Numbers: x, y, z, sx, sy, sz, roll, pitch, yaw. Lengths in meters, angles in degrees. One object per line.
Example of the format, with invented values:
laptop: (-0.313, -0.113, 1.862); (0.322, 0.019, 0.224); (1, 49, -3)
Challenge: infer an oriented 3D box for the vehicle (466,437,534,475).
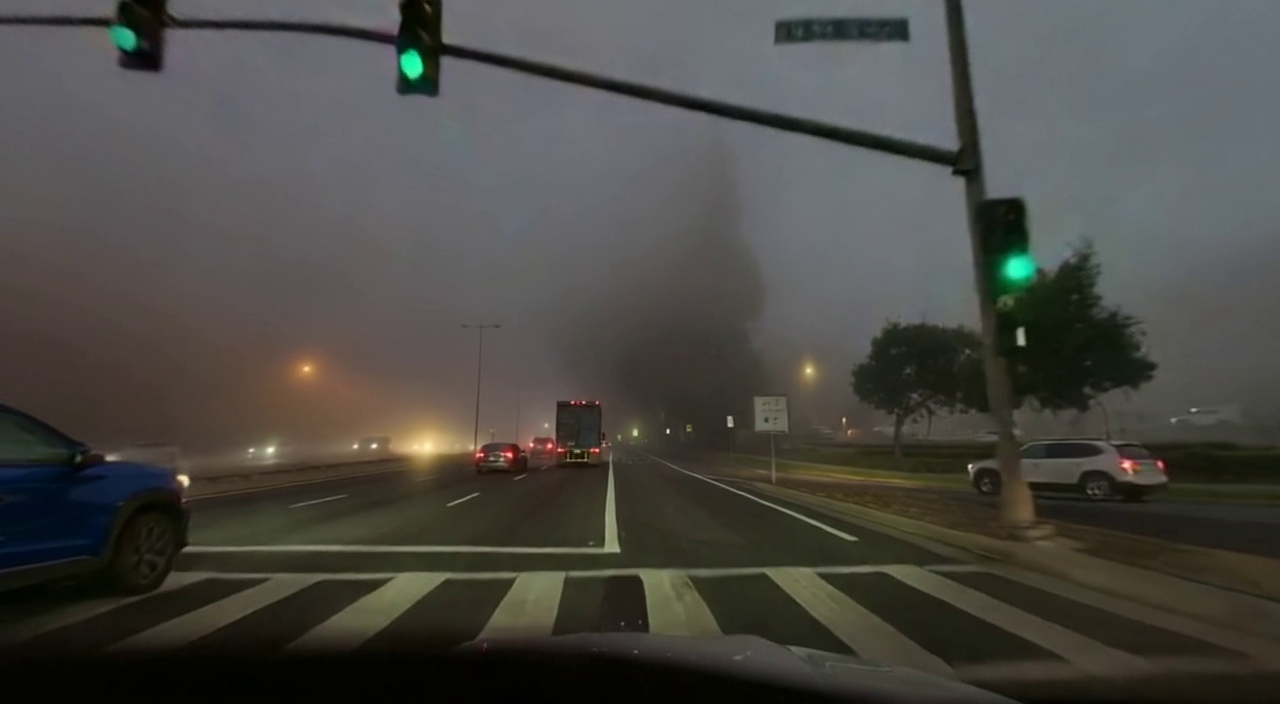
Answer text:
vehicle: (-5.825, 4.385, 26.610); (2.023, 1.483, 4.143); (0, -9, -1)

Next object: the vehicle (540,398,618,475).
vehicle: (-2.565, 3.882, 28.555); (2.993, 3.051, 6.692); (0, -9, -1)

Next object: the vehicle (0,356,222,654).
vehicle: (-5.043, 0.884, 3.453); (2.178, 1.826, 4.933); (0, -9, -2)

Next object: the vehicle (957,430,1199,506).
vehicle: (11.316, 2.969, 16.556); (2.140, 1.685, 4.720); (7, -11, -39)

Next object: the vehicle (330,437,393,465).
vehicle: (-16.369, 5.845, 37.145); (2.026, 1.523, 4.584); (1, -9, -6)
